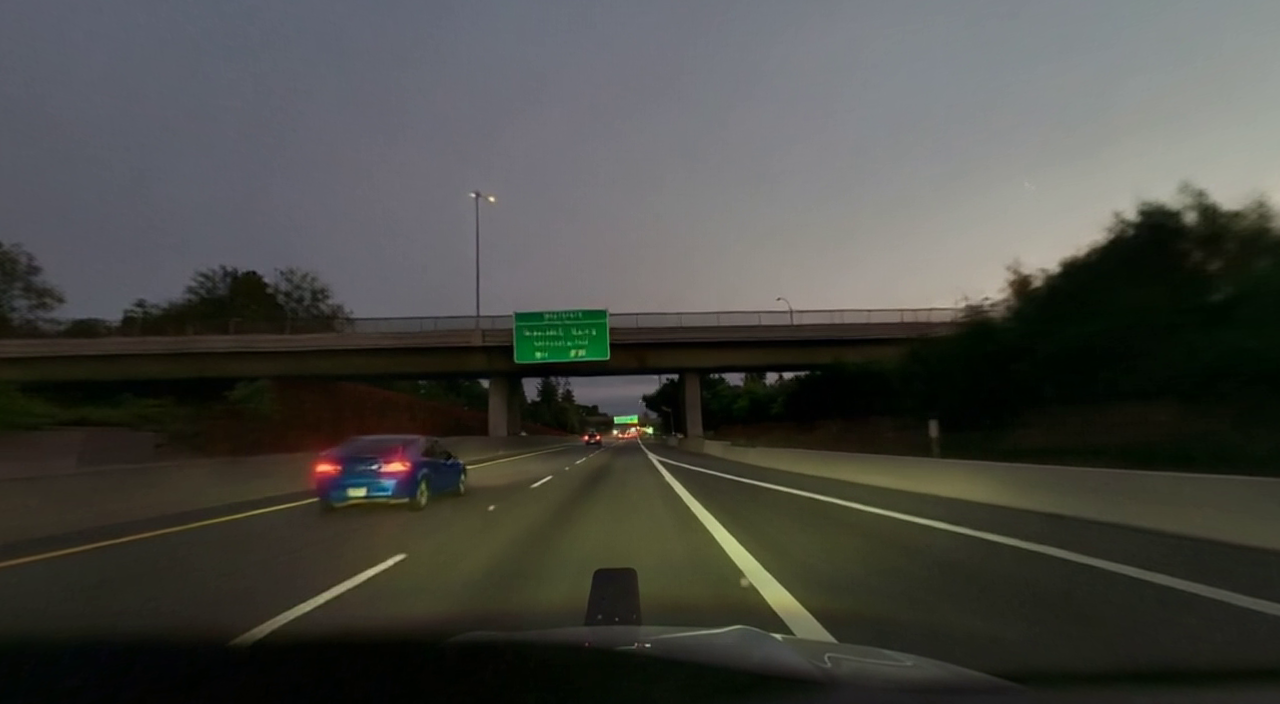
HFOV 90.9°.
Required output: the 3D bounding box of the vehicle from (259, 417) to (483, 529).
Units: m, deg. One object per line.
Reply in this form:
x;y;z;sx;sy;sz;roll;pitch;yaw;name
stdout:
-4.520;2.077;11.574;2.086;1.624;4.607;0;-8;0;vehicle
